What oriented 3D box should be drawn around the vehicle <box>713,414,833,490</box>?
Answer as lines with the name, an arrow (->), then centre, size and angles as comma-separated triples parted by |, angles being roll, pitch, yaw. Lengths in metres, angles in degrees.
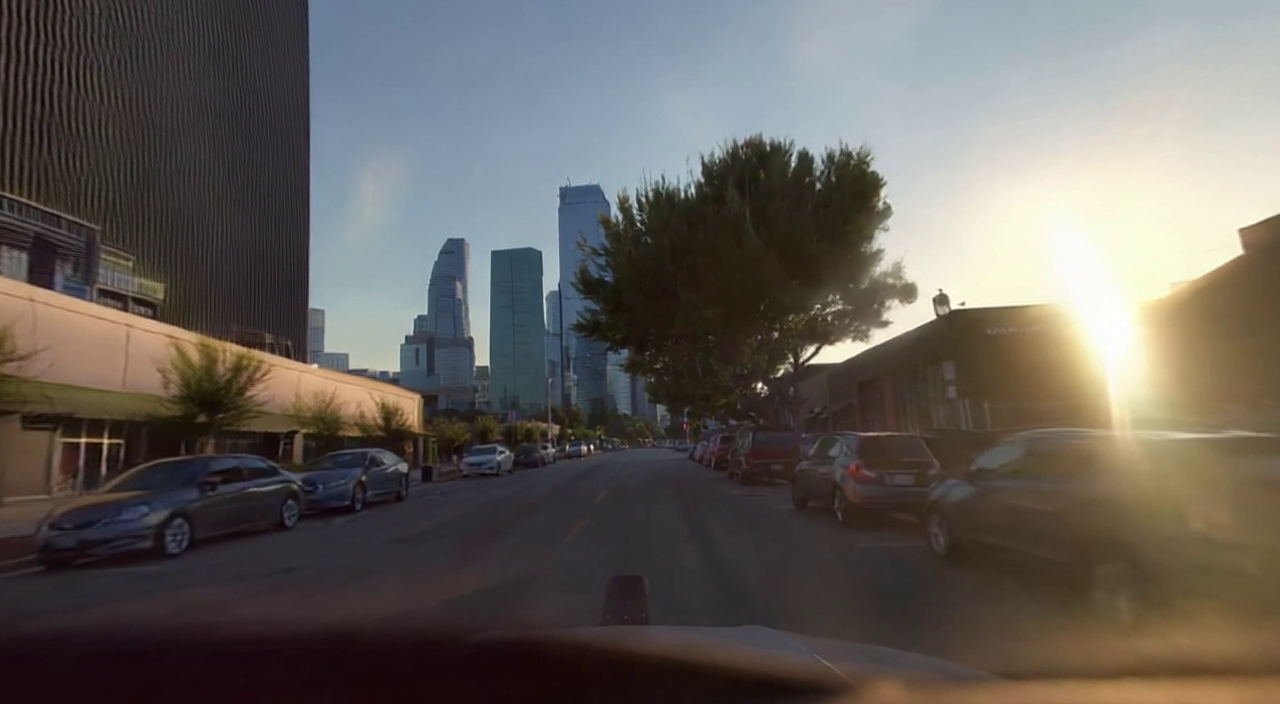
vehicle -> 3.863, 2.985, 19.498 | 2.390, 2.005, 5.276 | 0, -7, -2

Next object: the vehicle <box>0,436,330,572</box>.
vehicle -> -7.195, 2.155, 10.032 | 2.001, 1.502, 4.851 | -1, -6, 1

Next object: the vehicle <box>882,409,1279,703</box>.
vehicle -> 4.110, 1.328, 5.624 | 1.973, 1.494, 4.867 | 0, -7, 0

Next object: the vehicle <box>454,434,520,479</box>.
vehicle -> -7.059, 4.842, 29.724 | 1.996, 1.770, 5.518 | -1, -6, -3
